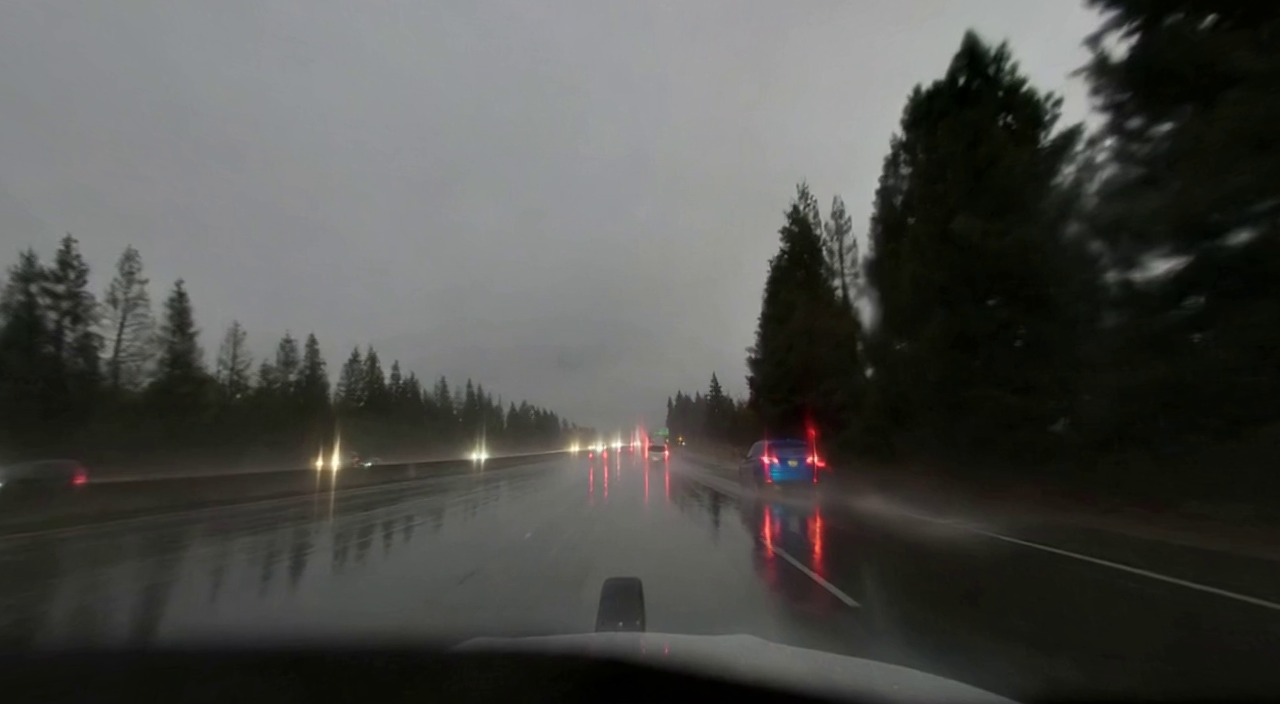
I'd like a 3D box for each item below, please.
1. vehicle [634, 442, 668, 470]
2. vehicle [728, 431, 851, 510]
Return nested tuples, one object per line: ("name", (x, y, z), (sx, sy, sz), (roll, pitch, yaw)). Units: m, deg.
("vehicle", (0.719, 7.055, 42.920), (2.205, 1.785, 4.423), (0, -9, 0))
("vehicle", (3.639, 2.981, 16.245), (2.082, 1.720, 4.393), (0, -9, 0))
